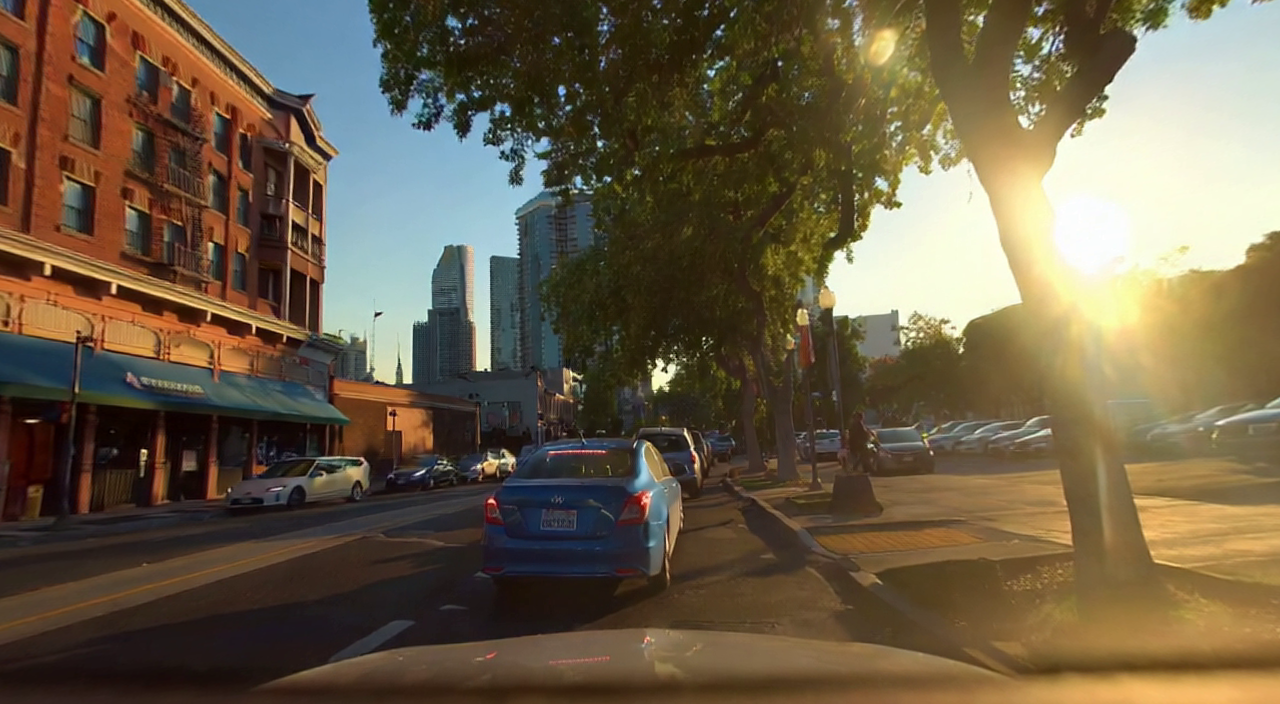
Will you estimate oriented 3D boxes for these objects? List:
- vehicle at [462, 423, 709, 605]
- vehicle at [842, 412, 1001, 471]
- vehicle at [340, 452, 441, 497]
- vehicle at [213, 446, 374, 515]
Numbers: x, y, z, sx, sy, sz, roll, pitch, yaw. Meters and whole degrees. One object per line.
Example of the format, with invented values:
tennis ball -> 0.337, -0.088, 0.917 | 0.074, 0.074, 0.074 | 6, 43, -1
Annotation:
vehicle -> -0.273, 1.635, 7.295 | 1.939, 1.478, 3.922 | -2, -8, 9
vehicle -> 9.010, 2.828, 20.220 | 4.558, 1.528, 1.915 | 0, -8, -23
vehicle -> -10.256, 5.030, 26.280 | 1.826, 1.432, 4.556 | -7, -9, 8
vehicle -> -11.006, 4.067, 20.589 | 2.081, 1.718, 5.342 | -6, -9, 3
